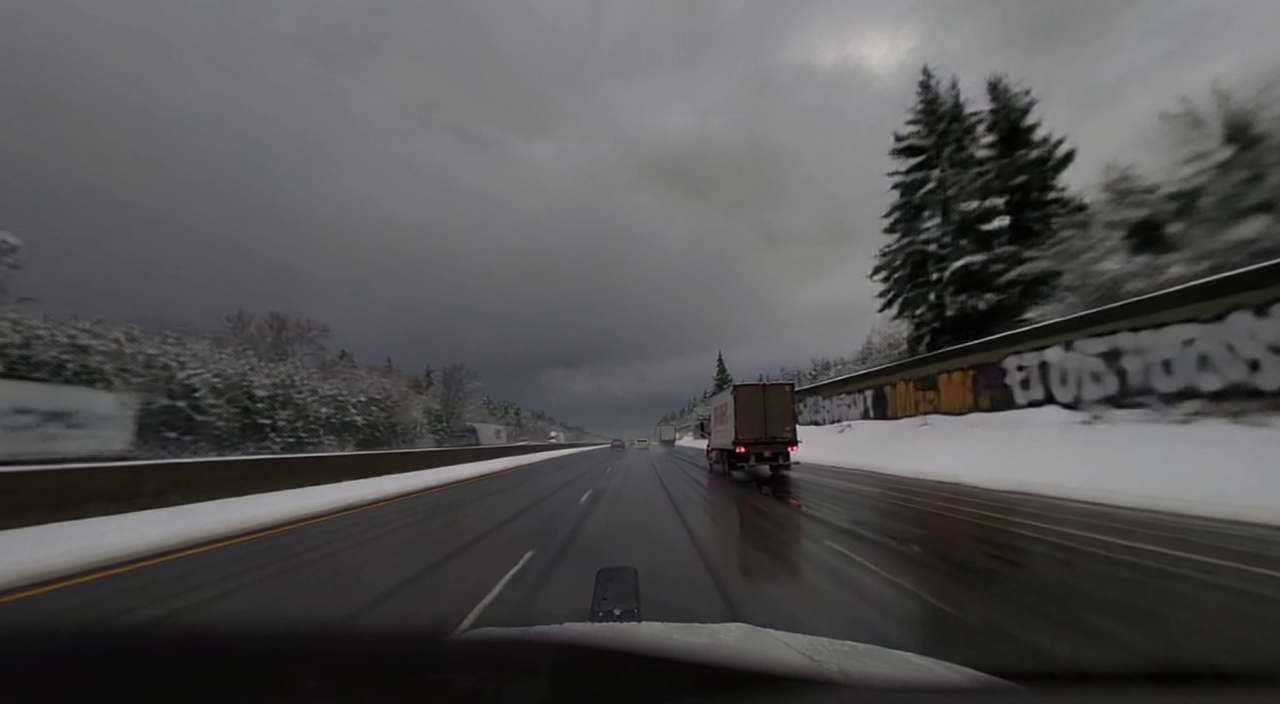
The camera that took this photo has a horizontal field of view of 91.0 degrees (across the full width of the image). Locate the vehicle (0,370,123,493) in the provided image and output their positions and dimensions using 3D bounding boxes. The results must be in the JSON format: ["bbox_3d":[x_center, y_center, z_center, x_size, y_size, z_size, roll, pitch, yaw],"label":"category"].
[{"bbox_3d":[-20.795,1.847,15.004,2.850,3.711,17.121,0,-8,-1],"label":"vehicle"}]

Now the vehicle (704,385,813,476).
[{"bbox_3d":[5.142,3.761,29.713,2.949,3.470,10.539,0,-8,-1],"label":"vehicle"}]
